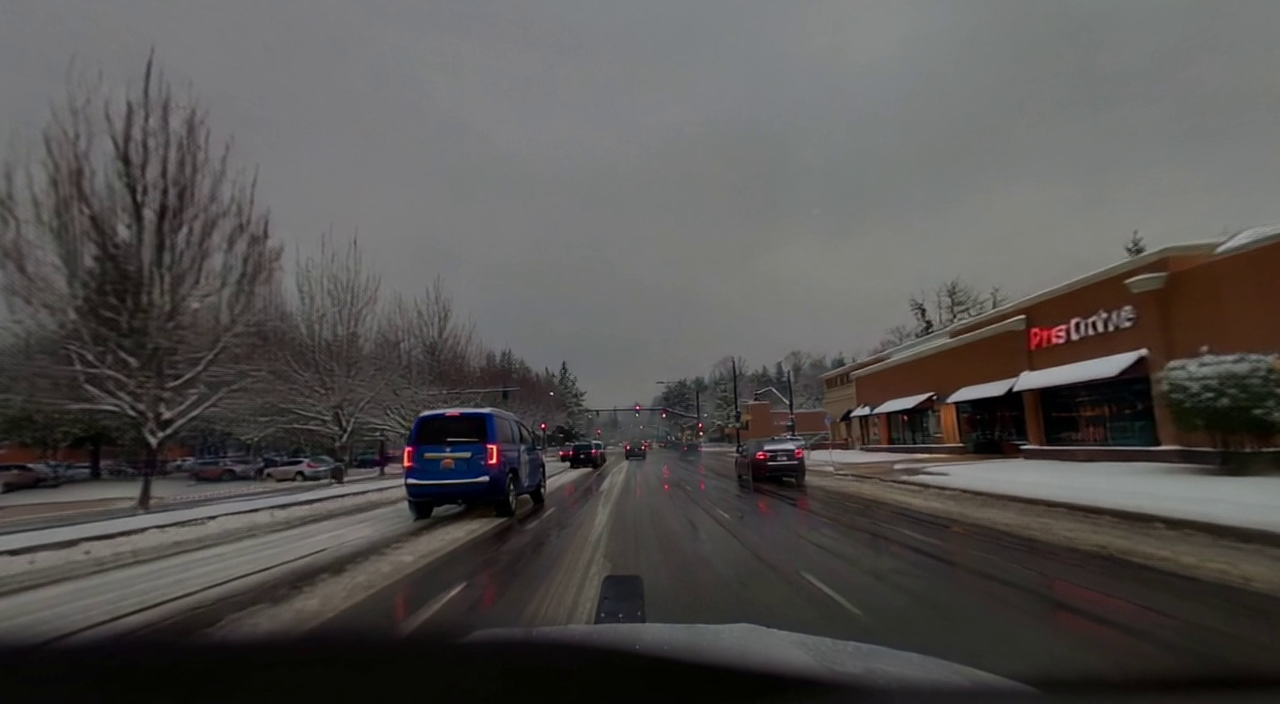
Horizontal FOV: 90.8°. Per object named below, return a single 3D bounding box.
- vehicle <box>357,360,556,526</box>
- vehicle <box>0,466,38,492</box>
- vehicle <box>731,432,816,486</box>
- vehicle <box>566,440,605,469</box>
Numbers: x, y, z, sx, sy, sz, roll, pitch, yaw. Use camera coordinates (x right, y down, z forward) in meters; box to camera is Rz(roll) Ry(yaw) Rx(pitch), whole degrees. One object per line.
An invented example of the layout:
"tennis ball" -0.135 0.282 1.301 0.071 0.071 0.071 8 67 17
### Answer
"vehicle" -3.475 1.965 13.652 2.443 2.784 5.862 0 -9 1
"vehicle" -42.072 8.479 42.289 4.478 1.494 1.934 -8 -11 40
"vehicle" 4.403 3.596 21.464 1.869 1.646 4.166 0 -9 -1
"vehicle" -3.363 6.422 39.712 2.030 1.724 4.365 0 -9 1
